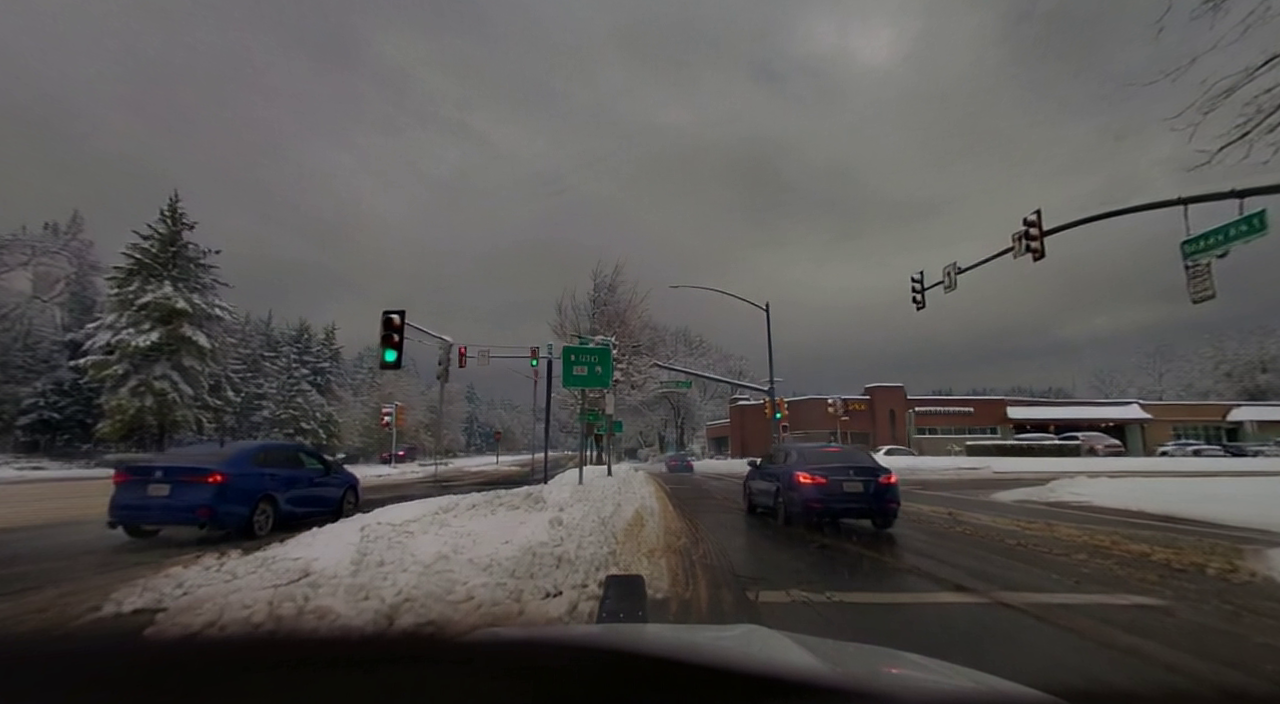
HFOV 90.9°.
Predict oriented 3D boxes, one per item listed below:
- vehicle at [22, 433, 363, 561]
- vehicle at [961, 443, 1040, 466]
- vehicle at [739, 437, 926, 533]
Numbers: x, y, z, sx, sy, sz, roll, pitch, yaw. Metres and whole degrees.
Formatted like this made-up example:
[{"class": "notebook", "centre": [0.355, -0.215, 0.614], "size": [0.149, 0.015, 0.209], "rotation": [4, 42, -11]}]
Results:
[{"class": "vehicle", "centre": [-6.234, 2.028, 9.684], "size": [1.995, 1.470, 4.556], "rotation": [0, -8, -2]}, {"class": "vehicle", "centre": [27.612, 7.831, 48.502], "size": [2.026, 1.657, 5.260], "rotation": [2, -9, -15]}, {"class": "vehicle", "centre": [3.430, 2.443, 12.322], "size": [1.940, 1.487, 4.562], "rotation": [0, -8, -4]}]
